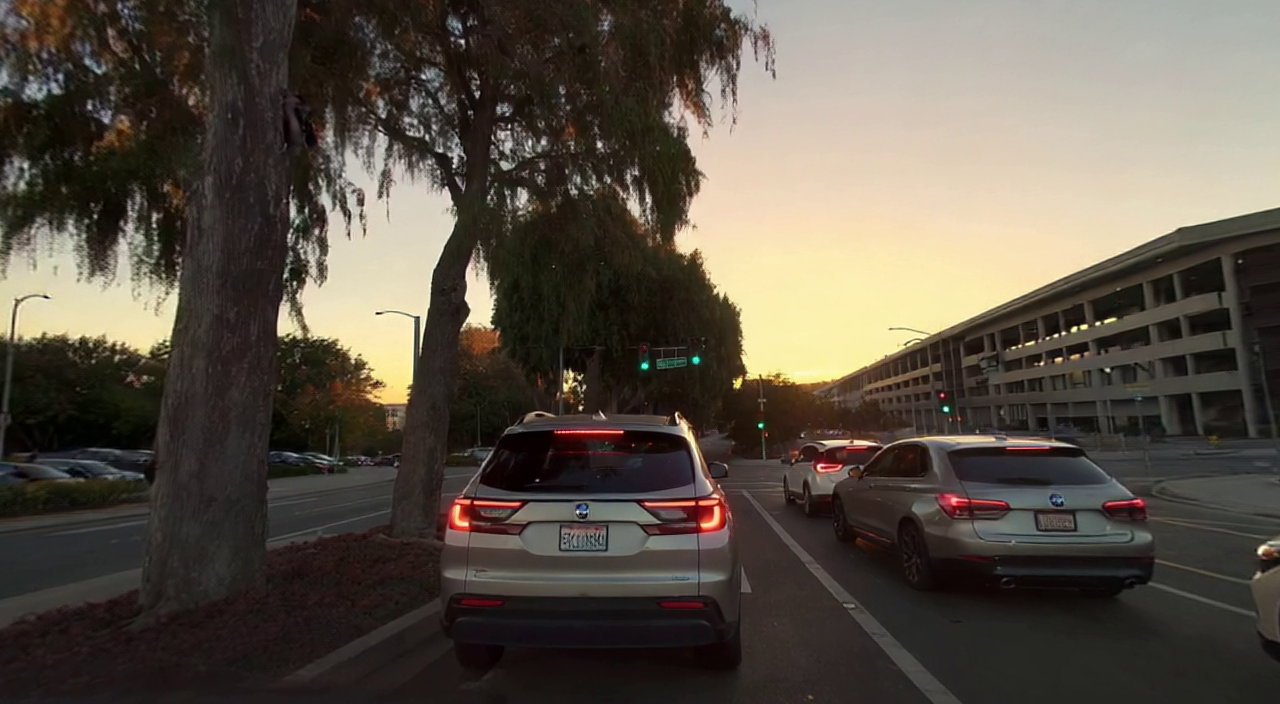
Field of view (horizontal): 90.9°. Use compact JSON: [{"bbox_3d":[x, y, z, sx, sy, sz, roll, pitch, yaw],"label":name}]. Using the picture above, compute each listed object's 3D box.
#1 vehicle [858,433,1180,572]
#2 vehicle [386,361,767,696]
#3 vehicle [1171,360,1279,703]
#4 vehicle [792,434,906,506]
[{"bbox_3d":[4.901,1.975,9.167,1.963,1.480,4.553,0,-8,2],"label":"vehicle"},{"bbox_3d":[-0.210,1.239,5.558,2.021,1.742,4.295,-1,-8,4],"label":"vehicle"},{"bbox_3d":[4.063,0.613,1.111,1.993,1.719,4.953,0,-8,1],"label":"vehicle"},{"bbox_3d":[5.342,3.037,16.716,1.994,1.638,4.100,-1,-9,6],"label":"vehicle"}]
